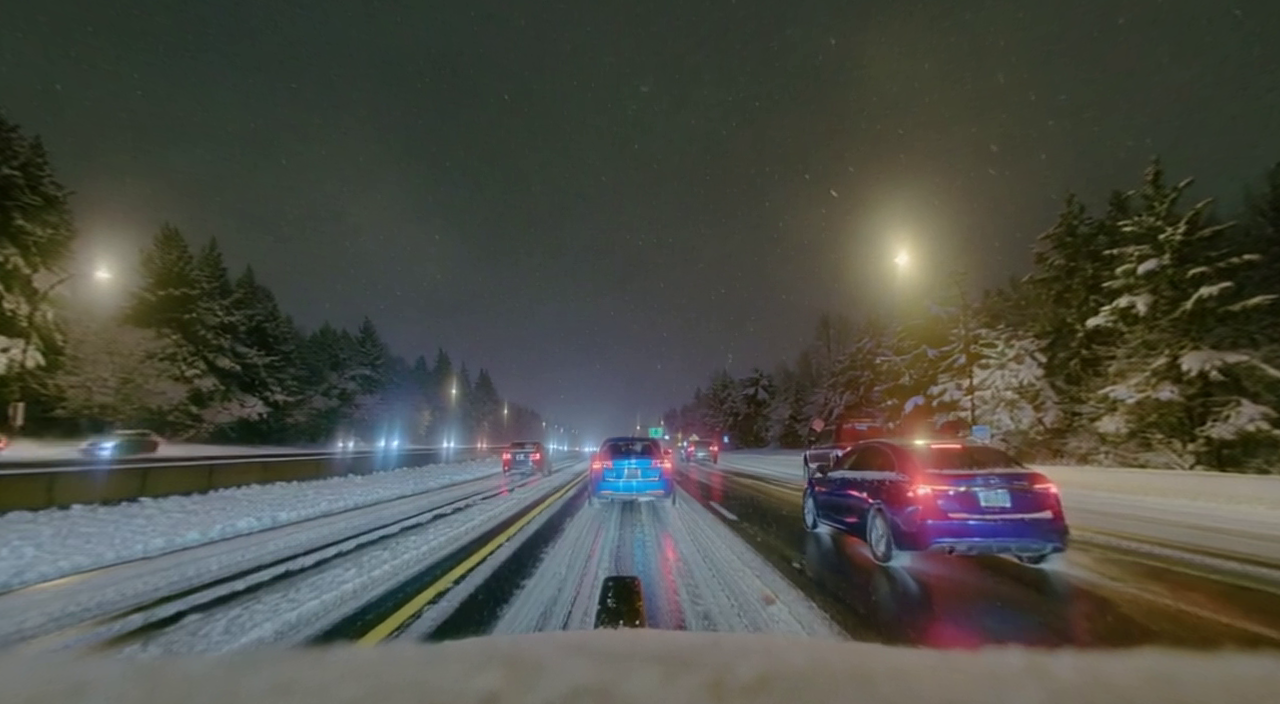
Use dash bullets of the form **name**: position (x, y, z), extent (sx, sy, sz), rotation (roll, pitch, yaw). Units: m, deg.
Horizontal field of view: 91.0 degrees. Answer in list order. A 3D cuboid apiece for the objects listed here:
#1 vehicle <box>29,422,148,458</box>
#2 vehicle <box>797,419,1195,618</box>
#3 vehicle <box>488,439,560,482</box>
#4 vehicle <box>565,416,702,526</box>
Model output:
- **vehicle**: position (-26.737, 4.339, 30.767), extent (1.912, 1.616, 4.342), rotation (1, -9, -2)
- **vehicle**: position (3.330, 1.626, 7.111), extent (1.975, 1.532, 4.227), rotation (1, -9, -1)
- **vehicle**: position (-4.443, 4.236, 24.904), extent (2.023, 1.497, 4.526), rotation (1, -9, -1)
- **vehicle**: position (-0.119, 2.203, 12.107), extent (2.181, 1.728, 3.970), rotation (0, -9, -1)
